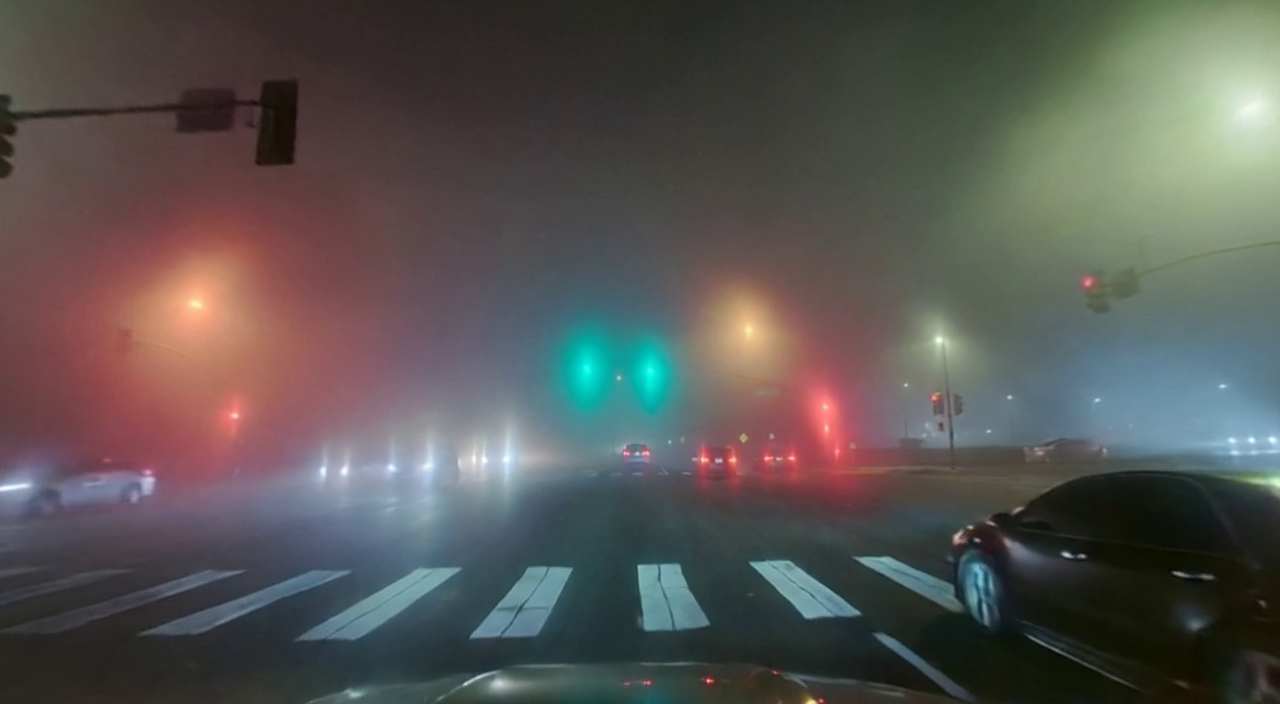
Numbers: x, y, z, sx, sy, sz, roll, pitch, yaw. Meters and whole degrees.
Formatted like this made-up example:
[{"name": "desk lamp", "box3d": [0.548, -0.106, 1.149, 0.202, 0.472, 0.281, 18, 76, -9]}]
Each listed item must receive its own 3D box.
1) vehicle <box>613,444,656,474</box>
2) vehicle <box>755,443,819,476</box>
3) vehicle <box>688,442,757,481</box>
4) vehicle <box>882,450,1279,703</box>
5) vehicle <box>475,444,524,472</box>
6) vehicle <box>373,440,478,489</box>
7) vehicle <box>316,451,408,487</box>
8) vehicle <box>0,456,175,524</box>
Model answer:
[{"name": "vehicle", "box3d": [-0.315, 5.649, 33.704, 2.143, 1.480, 4.006, 0, -8, -1]}, {"name": "vehicle", "box3d": [6.924, 5.112, 30.290, 1.861, 1.473, 4.393, 0, -8, -2]}, {"name": "vehicle", "box3d": [3.445, 4.665, 27.285, 2.226, 1.490, 4.593, 0, -8, -2]}, {"name": "vehicle", "box3d": [3.246, 1.219, 3.447, 2.080, 1.321, 4.382, 0, -8, -1]}, {"name": "vehicle", "box3d": [-9.101, 6.910, 41.382, 2.160, 1.689, 4.451, 0, -8, 0]}, {"name": "vehicle", "box3d": [-8.590, 4.551, 25.923, 2.590, 1.769, 4.827, 0, -8, 1]}, {"name": "vehicle", "box3d": [-12.482, 5.253, 28.704, 2.181, 1.440, 4.253, 0, -8, 1]}, {"name": "vehicle", "box3d": [-15.403, 3.590, 16.996, 2.144, 1.463, 4.701, 0, -8, 1]}]
